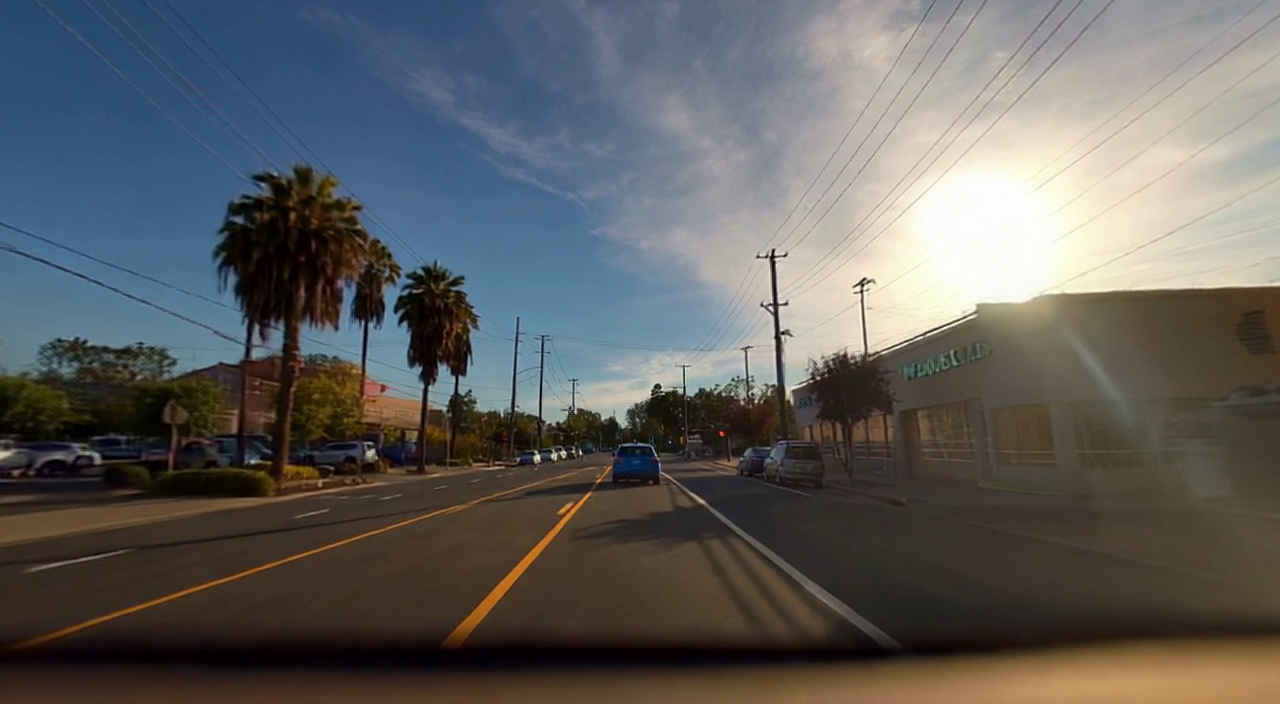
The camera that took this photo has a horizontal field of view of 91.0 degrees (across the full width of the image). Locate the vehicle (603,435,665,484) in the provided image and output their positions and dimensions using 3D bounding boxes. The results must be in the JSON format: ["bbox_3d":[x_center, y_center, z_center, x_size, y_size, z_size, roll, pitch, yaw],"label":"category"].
[{"bbox_3d":[-0.238,4.315,25.603,2.264,1.798,4.563,0,-9,-1],"label":"vehicle"}]

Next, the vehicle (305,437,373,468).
[{"bbox_3d":[-17.649,5.894,37.151,2.084,1.678,4.707,1,-9,-6],"label":"vehicle"}]

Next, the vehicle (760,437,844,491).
[{"bbox_3d":[5.929,4.151,23.623,1.945,1.791,4.460,0,-9,0],"label":"vehicle"}]

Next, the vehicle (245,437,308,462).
[{"bbox_3d":[-22.954,6.168,39.927,1.829,1.492,4.487,1,-9,-8],"label":"vehicle"}]

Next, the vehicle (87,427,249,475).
[{"bbox_3d":[-19.058,4.001,25.577,4.976,1.741,1.986,7,-11,-40],"label":"vehicle"}]
